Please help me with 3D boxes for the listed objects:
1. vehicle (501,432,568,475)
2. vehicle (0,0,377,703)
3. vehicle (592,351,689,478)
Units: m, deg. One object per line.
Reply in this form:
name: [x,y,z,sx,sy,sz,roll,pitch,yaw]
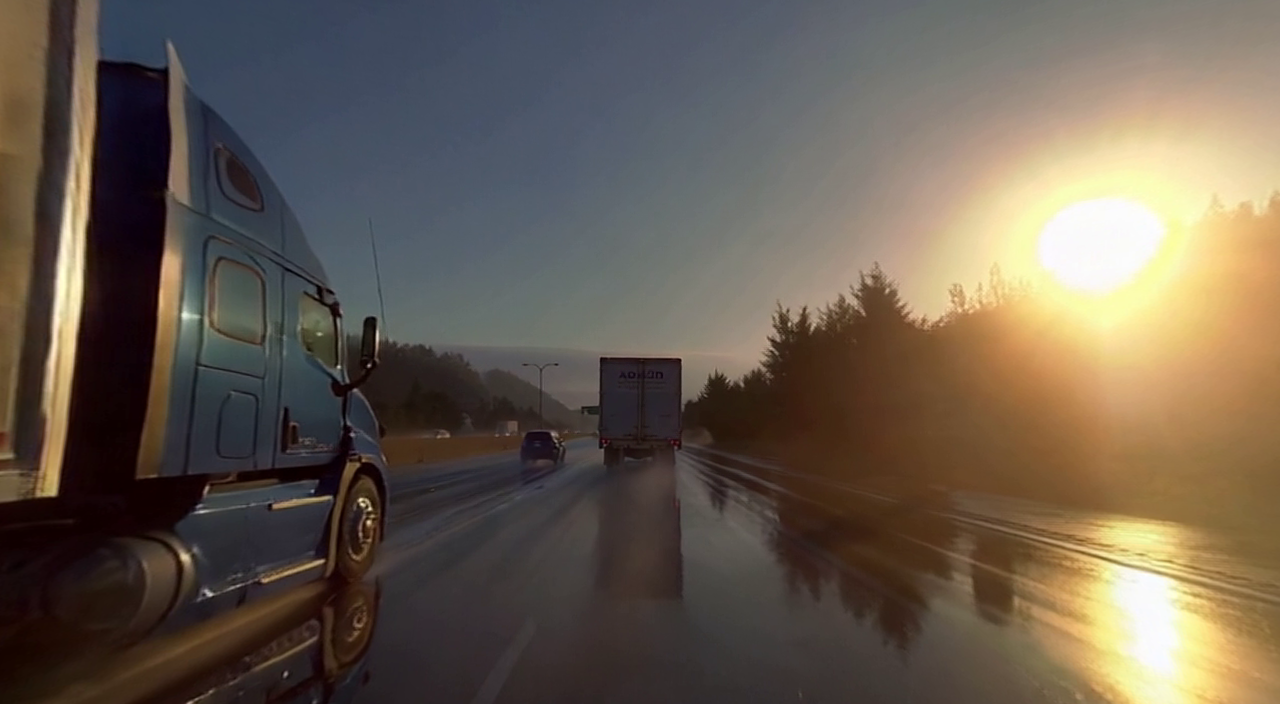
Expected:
vehicle: [-3.974,3.874,24.329,1.933,1.492,3.838,0,-8,0]
vehicle: [-4.270,-0.159,3.715,3.007,4.031,6.044,0,-7,-3]
vehicle: [-0.169,2.715,25.741,3.118,4.106,10.719,0,-8,-2]
